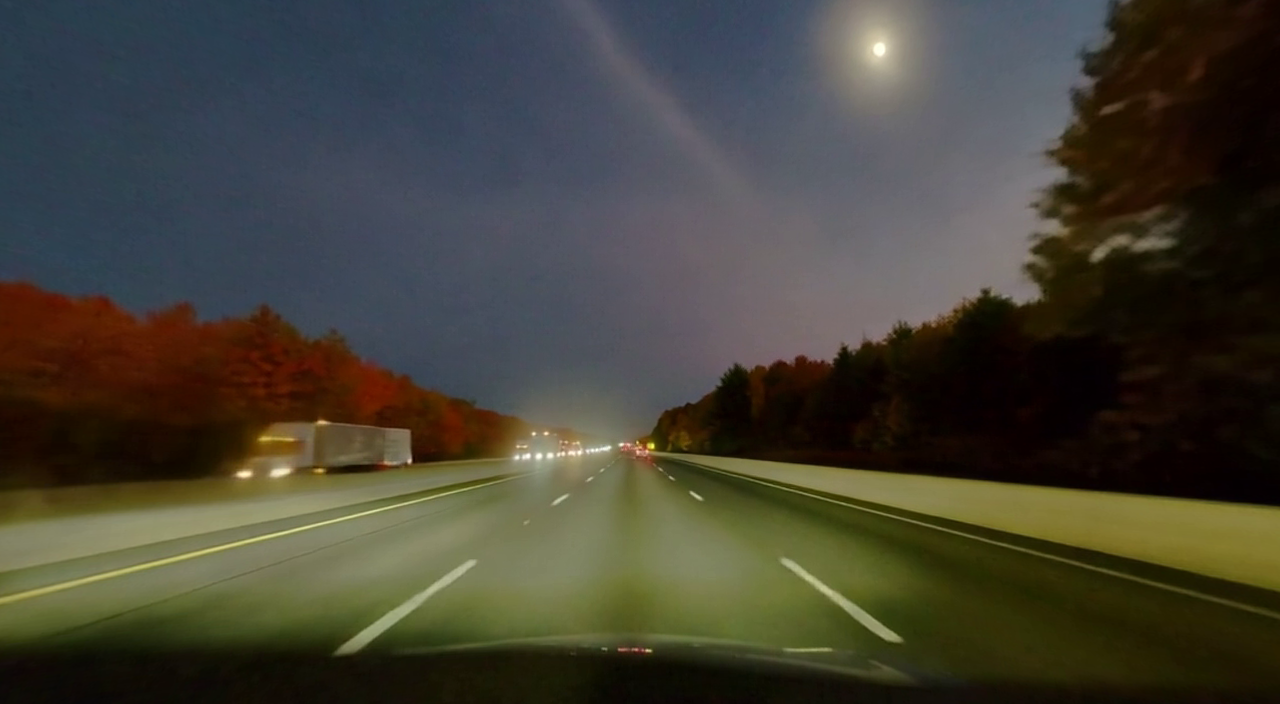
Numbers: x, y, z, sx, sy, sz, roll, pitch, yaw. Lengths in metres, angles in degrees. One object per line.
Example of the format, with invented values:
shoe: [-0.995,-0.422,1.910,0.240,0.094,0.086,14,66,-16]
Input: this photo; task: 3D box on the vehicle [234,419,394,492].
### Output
vehicle: [-18.431,6.021,36.935,2.990,3.526,11.989,0,-9,0]
